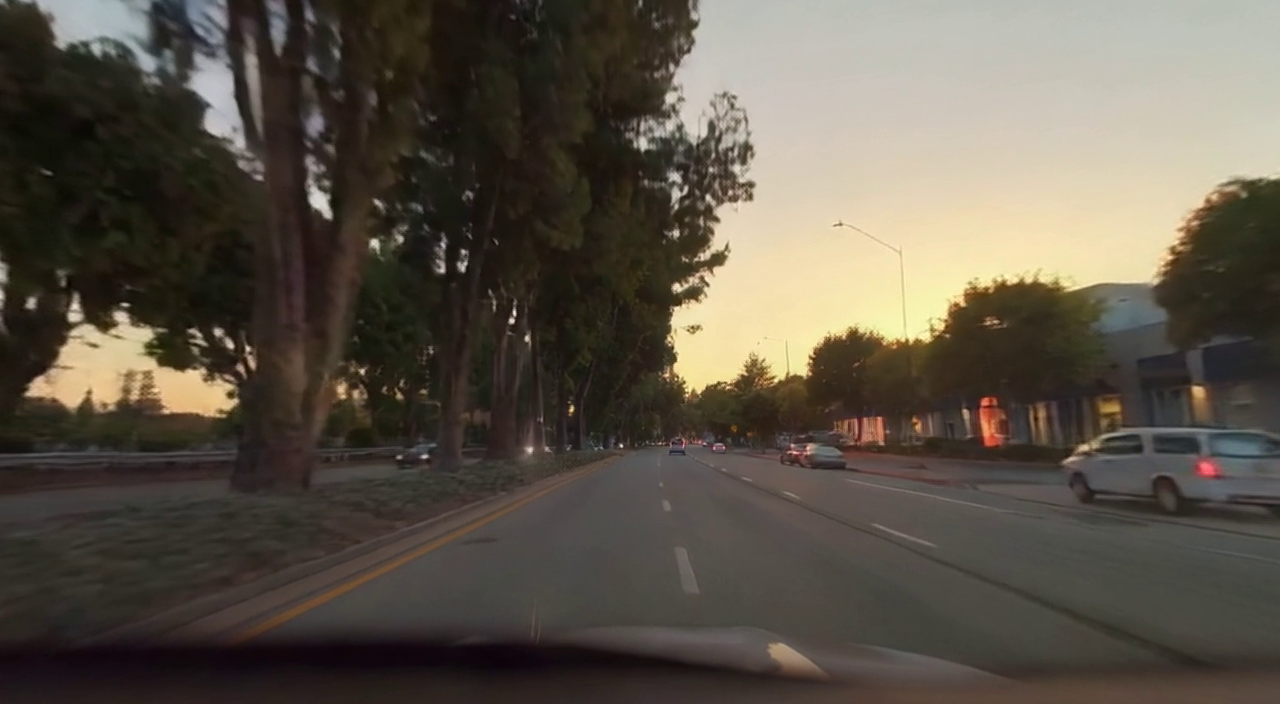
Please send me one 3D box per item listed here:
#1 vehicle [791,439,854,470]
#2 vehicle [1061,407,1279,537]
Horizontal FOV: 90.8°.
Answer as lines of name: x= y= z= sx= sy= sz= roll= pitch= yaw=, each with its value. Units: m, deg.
vehicle: x=9.121 y=5.155 z=31.942 sx=2.022 sy=1.449 sz=4.706 roll=-1 pitch=-9 yaw=3
vehicle: x=10.939 y=2.186 z=12.157 sx=2.264 sy=1.958 sz=5.135 roll=-1 pitch=-9 yaw=3
